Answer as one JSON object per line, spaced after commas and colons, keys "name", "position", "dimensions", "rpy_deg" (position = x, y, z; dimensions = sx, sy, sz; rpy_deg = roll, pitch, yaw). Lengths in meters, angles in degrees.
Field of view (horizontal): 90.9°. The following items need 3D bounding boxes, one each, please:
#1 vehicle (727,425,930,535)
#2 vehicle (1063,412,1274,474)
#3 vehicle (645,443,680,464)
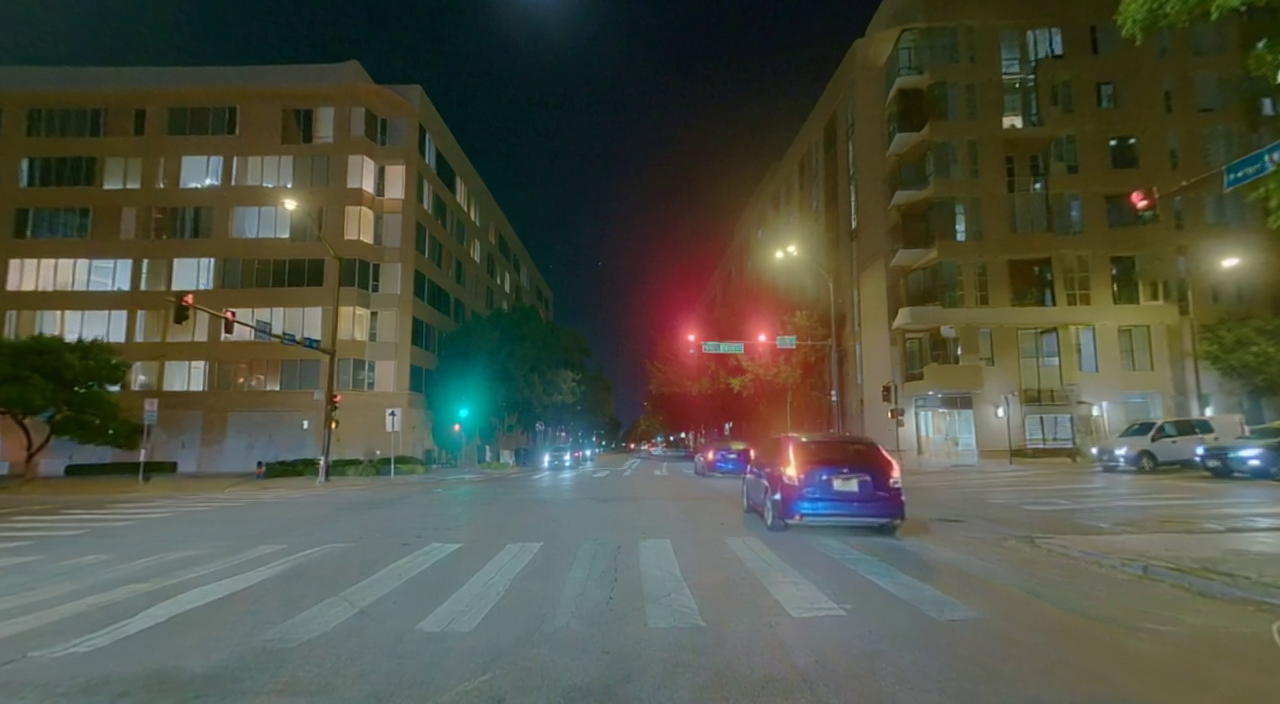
{"name": "vehicle", "position": [2.875, 2.066, 10.809], "dimensions": [2.039, 1.470, 4.355], "rpy_deg": [0, -8, -1]}
{"name": "vehicle", "position": [16.910, 2.938, 20.407], "dimensions": [4.802, 1.860, 2.146], "rpy_deg": [0, -8, 1]}
{"name": "vehicle", "position": [1.513, 7.125, 44.532], "dimensions": [2.040, 1.421, 4.550], "rpy_deg": [0, -8, -3]}
